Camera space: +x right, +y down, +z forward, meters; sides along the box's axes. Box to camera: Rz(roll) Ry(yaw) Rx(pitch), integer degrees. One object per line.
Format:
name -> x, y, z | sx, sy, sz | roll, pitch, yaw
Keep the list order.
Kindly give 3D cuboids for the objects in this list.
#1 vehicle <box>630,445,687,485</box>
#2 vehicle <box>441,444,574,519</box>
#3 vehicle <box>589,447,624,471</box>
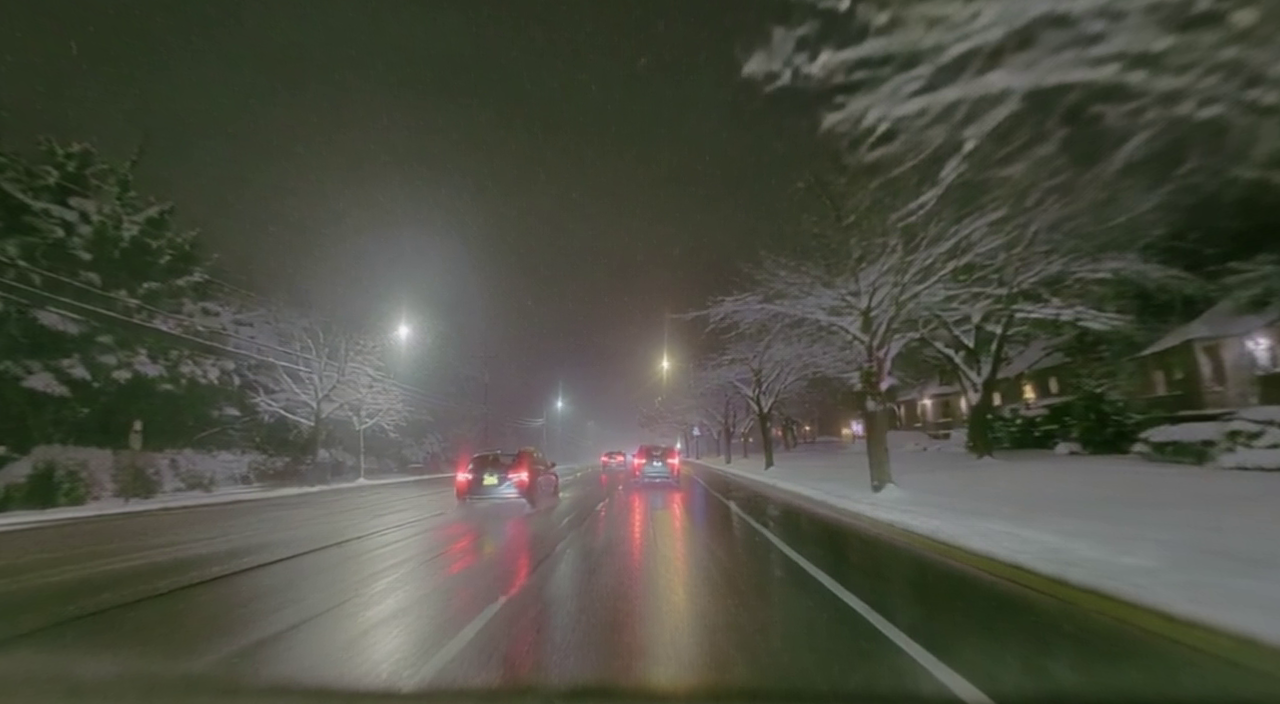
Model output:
vehicle -> 0.708, 4.491, 25.272 | 2.065, 1.456, 4.099 | 0, -9, 1
vehicle -> -2.863, 2.909, 14.739 | 2.030, 1.467, 4.403 | -1, -9, 2
vehicle -> -2.240, 7.320, 43.267 | 2.114, 1.500, 3.912 | -1, -9, 2
